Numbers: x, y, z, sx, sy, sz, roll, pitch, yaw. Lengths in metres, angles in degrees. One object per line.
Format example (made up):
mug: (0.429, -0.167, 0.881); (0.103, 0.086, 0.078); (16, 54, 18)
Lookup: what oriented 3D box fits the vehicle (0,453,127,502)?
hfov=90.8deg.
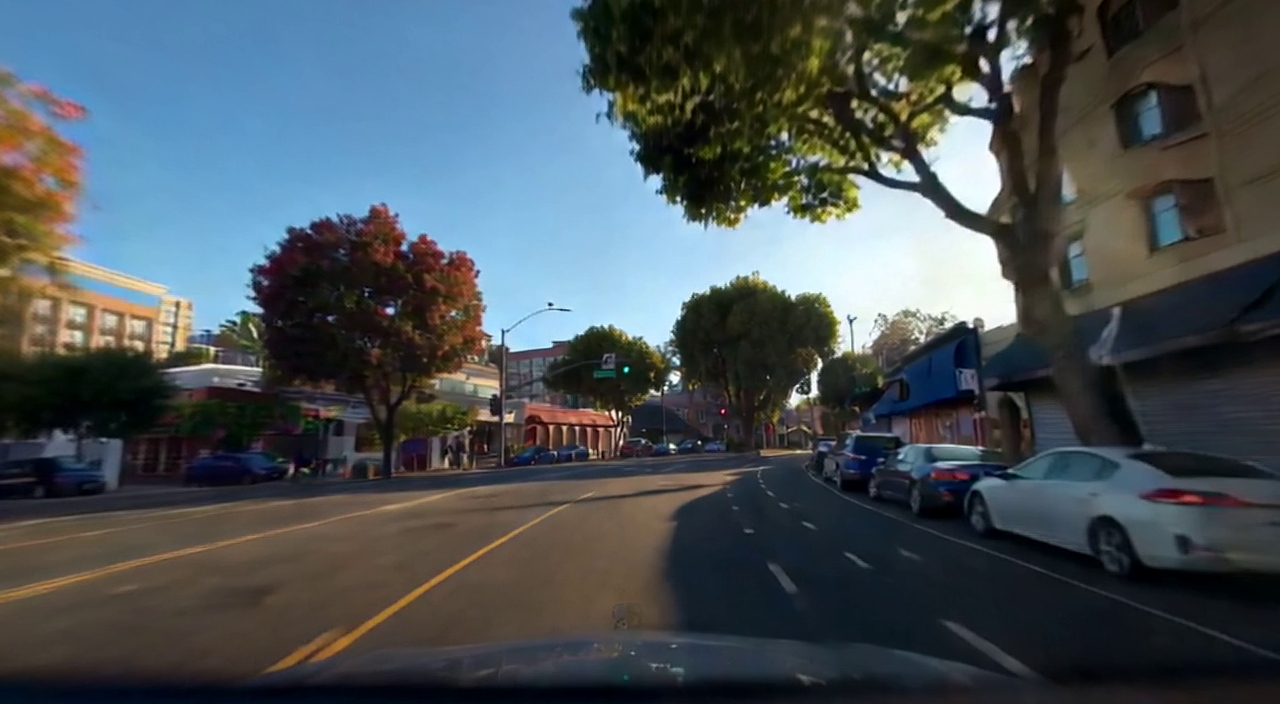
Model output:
vehicle: (-24.289, 5.156, 26.201); (4.462, 1.832, 2.103); (-1, -8, 10)

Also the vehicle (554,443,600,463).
vehicle: (-4.791, 7.747, 48.760); (1.841, 1.444, 4.554); (-3, -9, 19)

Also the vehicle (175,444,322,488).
vehicle: (-19.614, 5.701, 31.791); (6.006, 1.964, 2.474); (-1, -10, 9)

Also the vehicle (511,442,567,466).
vehicle: (-6.712, 6.815, 42.467); (1.882, 1.508, 4.476); (-3, -9, 16)

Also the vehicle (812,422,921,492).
vehicle: (6.643, 3.127, 19.196); (2.041, 1.811, 5.168); (-1, -8, 8)

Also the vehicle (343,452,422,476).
vehicle: (-16.393, 7.144, 40.334); (4.178, 1.407, 2.012); (-2, -9, 11)

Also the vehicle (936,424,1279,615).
vehicle: (5.613, 1.685, 7.489); (2.077, 1.502, 4.902); (-1, -8, 4)
